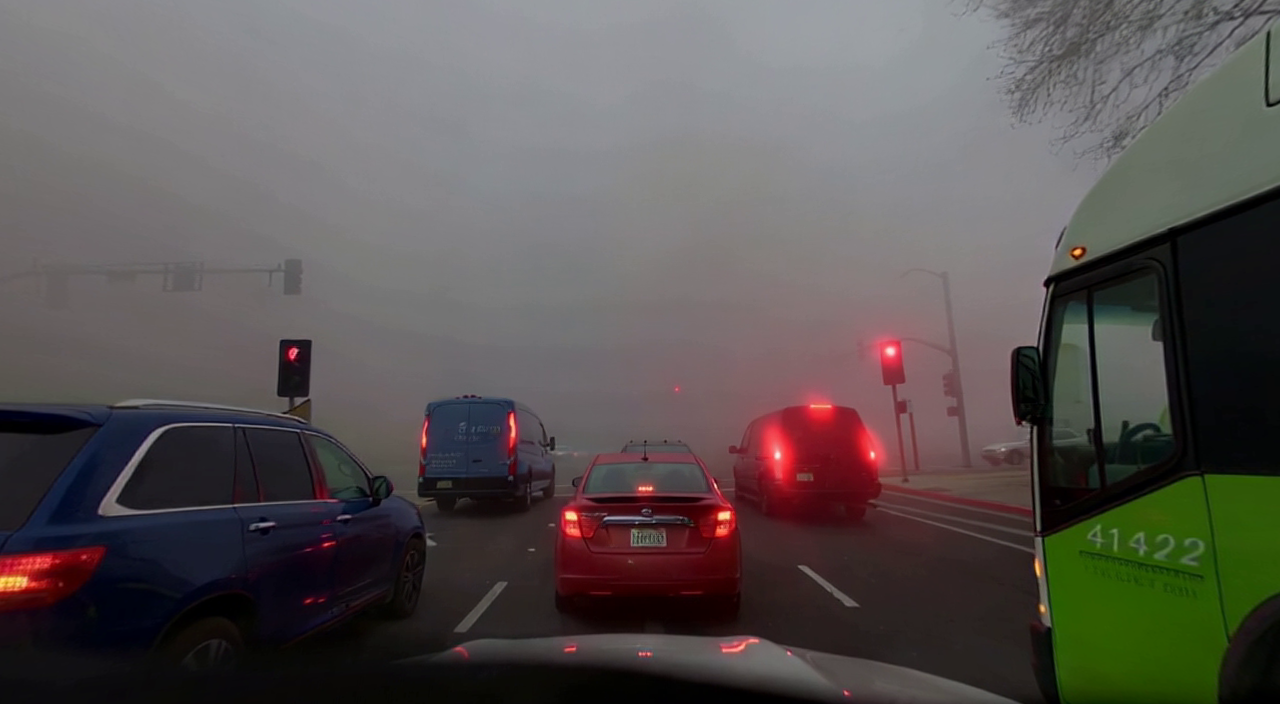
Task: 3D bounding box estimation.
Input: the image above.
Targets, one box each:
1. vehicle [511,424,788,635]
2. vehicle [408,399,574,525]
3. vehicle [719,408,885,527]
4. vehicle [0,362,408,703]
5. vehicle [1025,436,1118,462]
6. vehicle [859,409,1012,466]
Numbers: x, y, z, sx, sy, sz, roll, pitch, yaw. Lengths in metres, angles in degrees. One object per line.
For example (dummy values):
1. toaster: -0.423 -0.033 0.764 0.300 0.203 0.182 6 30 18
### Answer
1. vehicle: 0.060 1.546 6.411 1.976 1.485 3.624 0 -8 0
2. vehicle: -2.941 2.351 13.951 2.335 2.221 5.165 0 -8 1
3. vehicle: 3.137 2.402 13.664 2.143 2.036 5.367 0 -8 0
4. vehicle: -3.407 1.180 4.621 1.921 1.701 3.989 0 -8 -1
5. vehicle: 25.886 5.823 37.990 4.229 1.489 1.794 0 -8 -1
6. vehicle: 17.579 5.139 37.918 7.839 3.213 2.628 0 -8 -3
